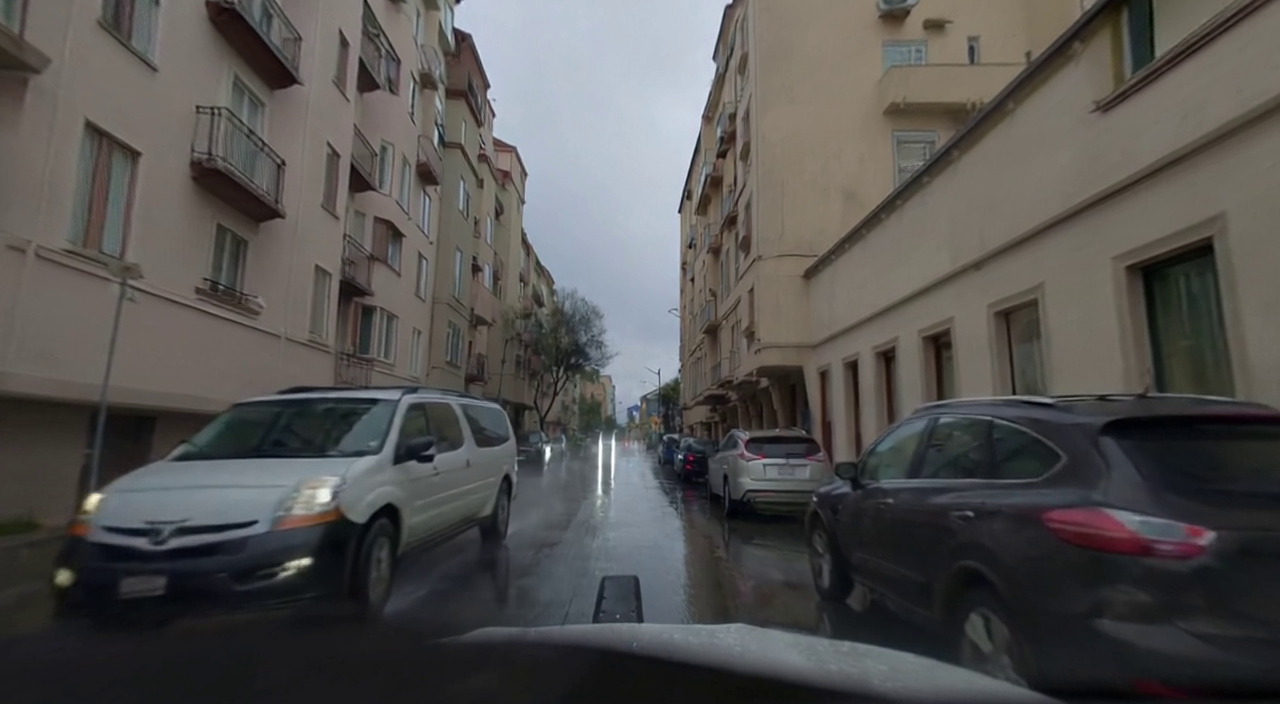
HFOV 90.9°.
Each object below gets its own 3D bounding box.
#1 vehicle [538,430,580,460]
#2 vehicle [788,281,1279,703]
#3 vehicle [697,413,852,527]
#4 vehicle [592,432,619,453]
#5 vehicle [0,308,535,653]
[{"bbox_3d":[-4.795,5.563,37.648,1.872,1.484,3.978,5,-9,0],"label":"vehicle"},{"bbox_3d":[2.245,0.942,3.476,1.897,1.717,4.028,0,-8,0],"label":"vehicle"},{"bbox_3d":[2.181,2.028,11.408,1.839,1.678,3.918,0,-8,-2],"label":"vehicle"},{"bbox_3d":[-2.619,6.991,48.582,1.845,1.544,3.388,0,-8,0],"label":"vehicle"},{"bbox_3d":[-2.784,1.132,6.638,2.195,2.103,5.420,0,-8,3],"label":"vehicle"}]
